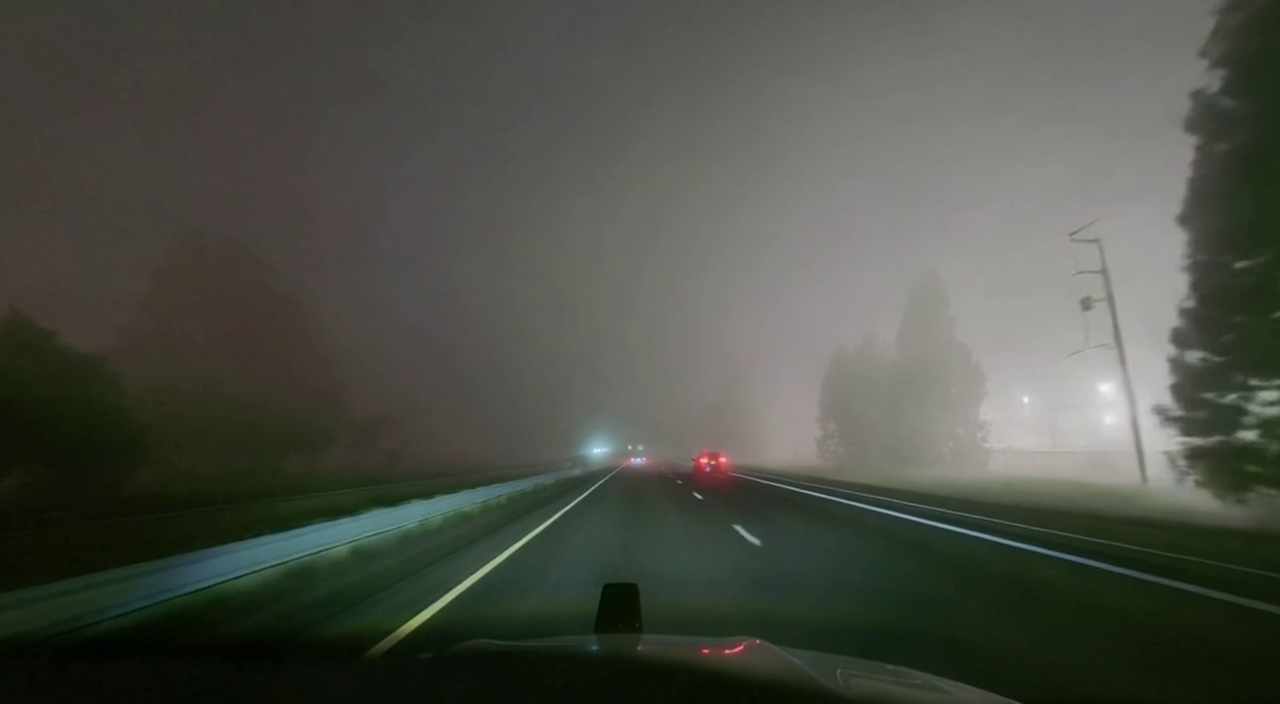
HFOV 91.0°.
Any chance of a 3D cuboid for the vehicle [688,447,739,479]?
[{"bbox_3d":[3.732,5.741,32.735,2.115,1.522,4.330,0,-9,0],"label":"vehicle"}]
